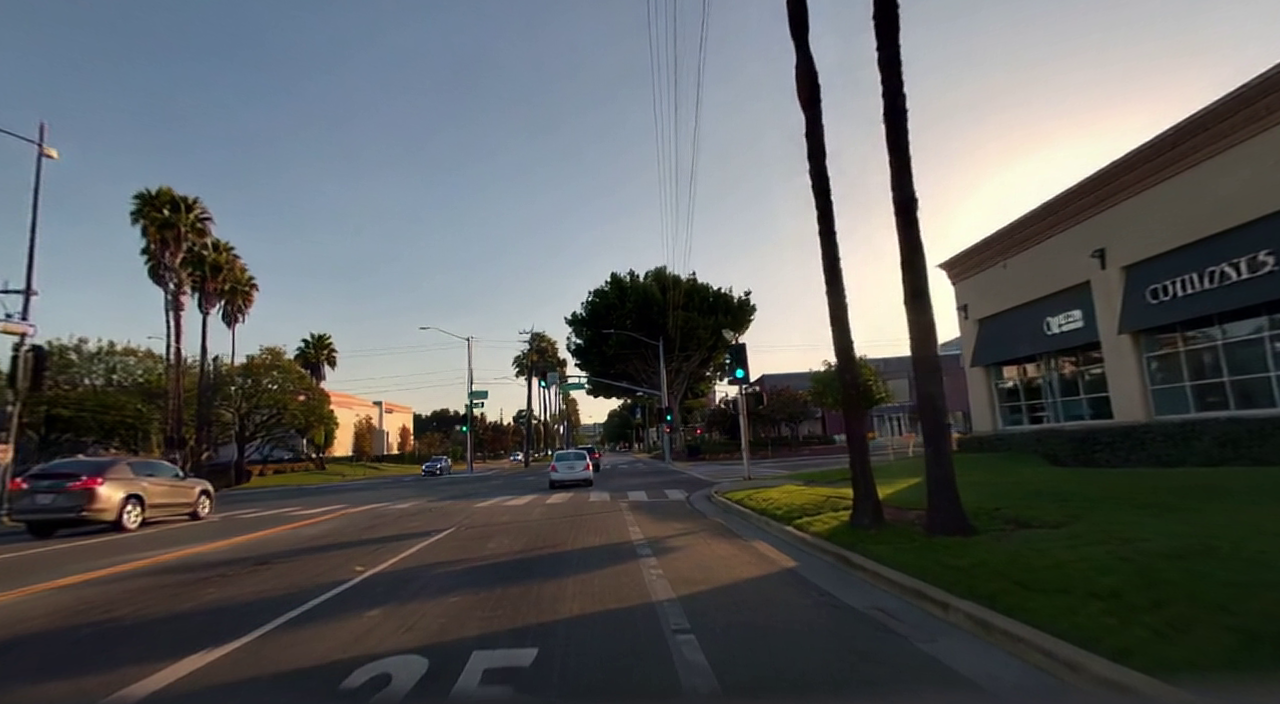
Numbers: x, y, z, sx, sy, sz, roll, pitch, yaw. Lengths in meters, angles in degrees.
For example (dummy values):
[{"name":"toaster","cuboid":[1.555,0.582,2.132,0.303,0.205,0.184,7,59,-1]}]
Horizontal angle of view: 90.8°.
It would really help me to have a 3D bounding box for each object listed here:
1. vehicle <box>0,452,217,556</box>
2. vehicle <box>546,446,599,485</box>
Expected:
[{"name":"vehicle","cuboid":[-11.945,3.163,13.969,2.050,1.811,4.752,0,-8,-3]},{"name":"vehicle","cuboid":[-2.769,4.761,26.813,2.063,1.474,4.334,0,-8,-3]}]
